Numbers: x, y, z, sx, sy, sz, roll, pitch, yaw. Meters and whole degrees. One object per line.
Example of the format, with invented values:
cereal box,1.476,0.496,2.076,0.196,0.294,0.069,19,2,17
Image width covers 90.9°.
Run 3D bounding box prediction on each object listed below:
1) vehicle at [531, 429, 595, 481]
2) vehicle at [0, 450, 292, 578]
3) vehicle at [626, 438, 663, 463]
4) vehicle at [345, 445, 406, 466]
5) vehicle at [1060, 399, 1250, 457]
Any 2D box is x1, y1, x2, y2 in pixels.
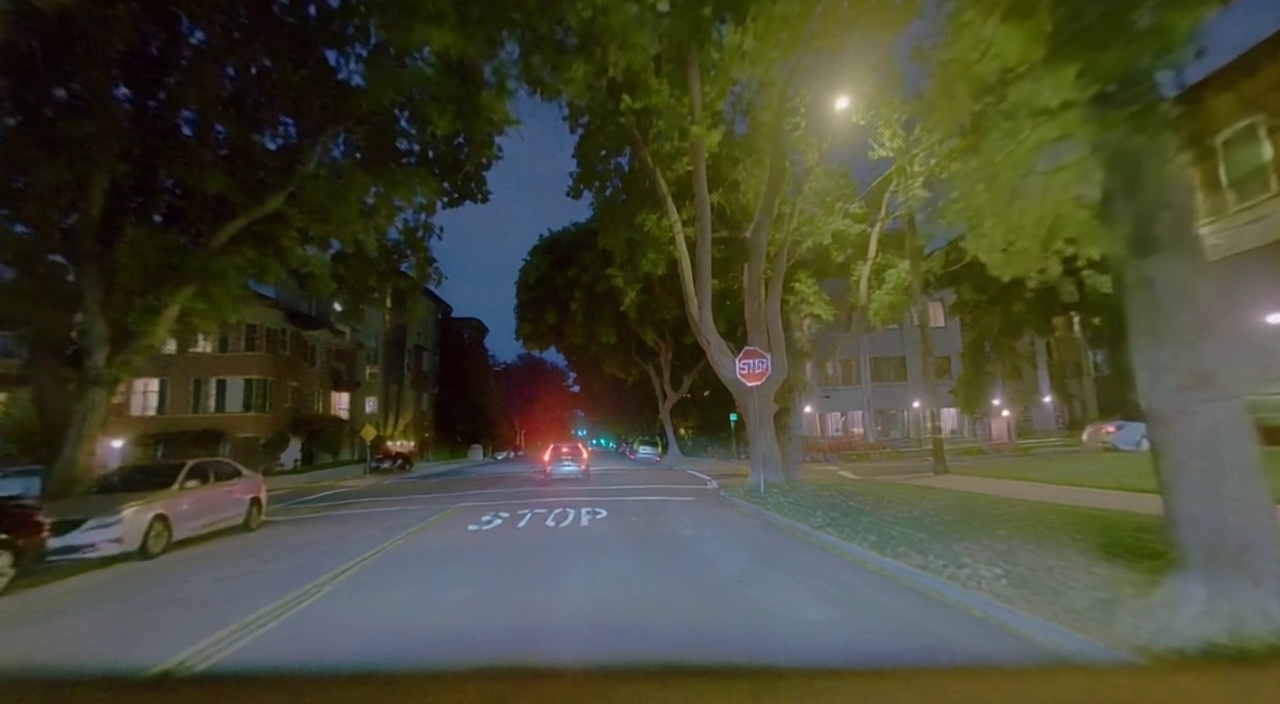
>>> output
vehicle,-2.802,3.819,23.650,2.172,1.722,4.201,1,-8,-5
vehicle,-7.626,2.323,9.994,1.819,1.461,4.723,0,-8,-4
vehicle,0.252,6.486,41.650,1.987,1.608,3.883,1,-8,-7
vehicle,-20.330,7.973,48.548,3.806,1.501,1.892,0,-8,-4
vehicle,17.606,2.638,21.705,4.817,1.881,2.002,1,-8,-3
